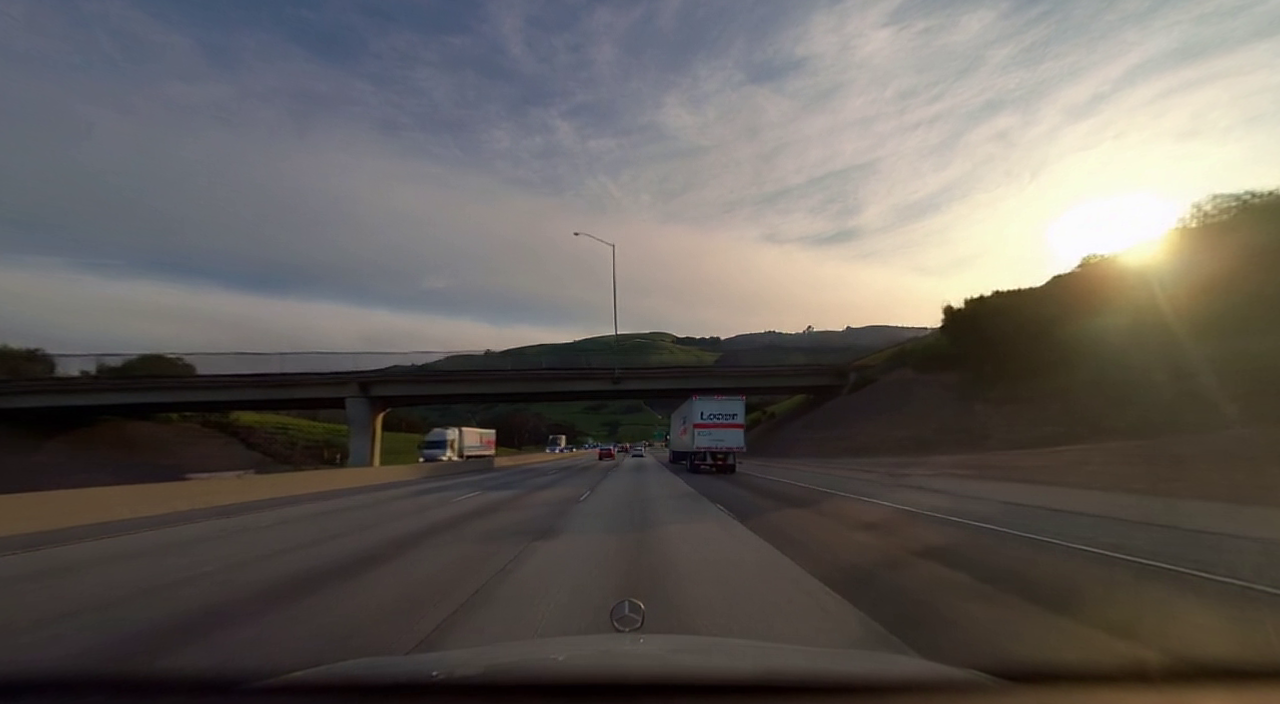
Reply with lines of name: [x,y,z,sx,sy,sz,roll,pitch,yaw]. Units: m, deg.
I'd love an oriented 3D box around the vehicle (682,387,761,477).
vehicle: [3.908,4.213,32.486,2.885,3.992,8.526,0,-9,0]
